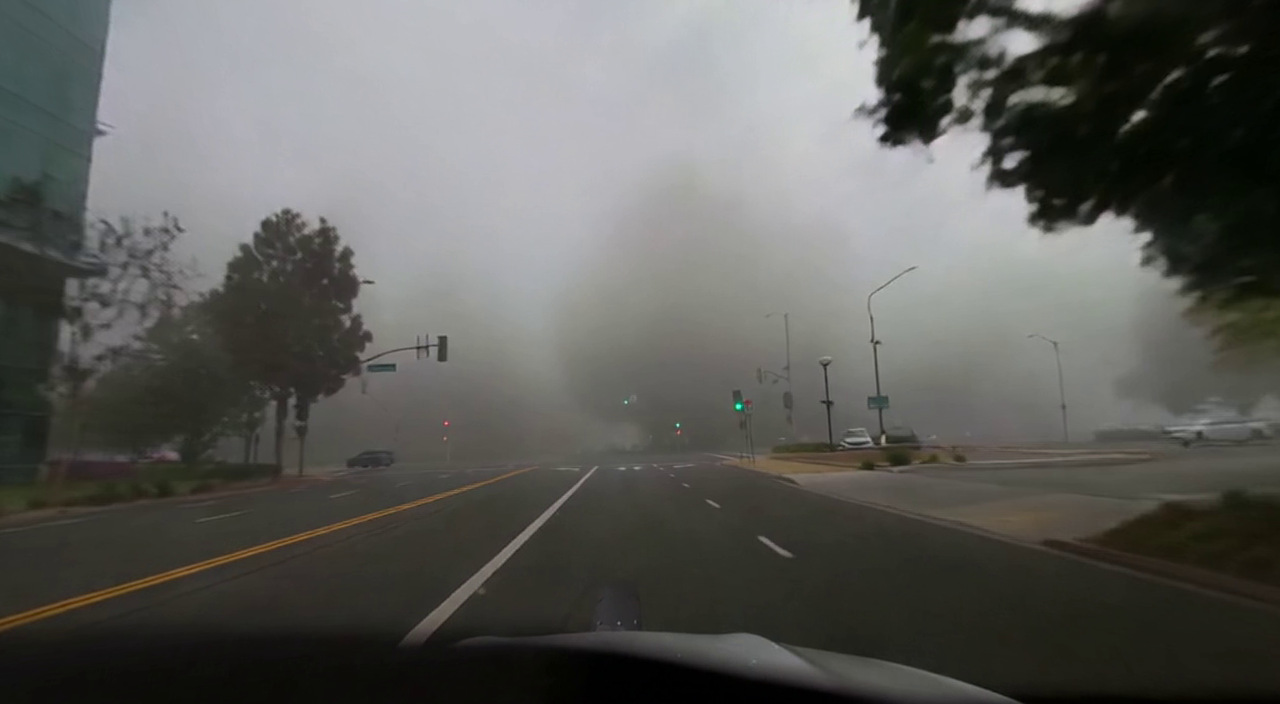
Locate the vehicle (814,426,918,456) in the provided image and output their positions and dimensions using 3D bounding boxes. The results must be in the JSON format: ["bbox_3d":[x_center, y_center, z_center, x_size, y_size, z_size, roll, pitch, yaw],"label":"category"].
[{"bbox_3d":[11.797,4.676,33.260,4.670,1.476,2.042,0,-8,-1],"label":"vehicle"}]

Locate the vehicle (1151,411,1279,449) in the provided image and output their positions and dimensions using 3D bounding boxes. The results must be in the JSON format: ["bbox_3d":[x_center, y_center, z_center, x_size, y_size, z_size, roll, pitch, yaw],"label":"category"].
[{"bbox_3d":[24.431,3.366,26.878,1.859,1.453,4.076,0,-9,-2],"label":"vehicle"}]
